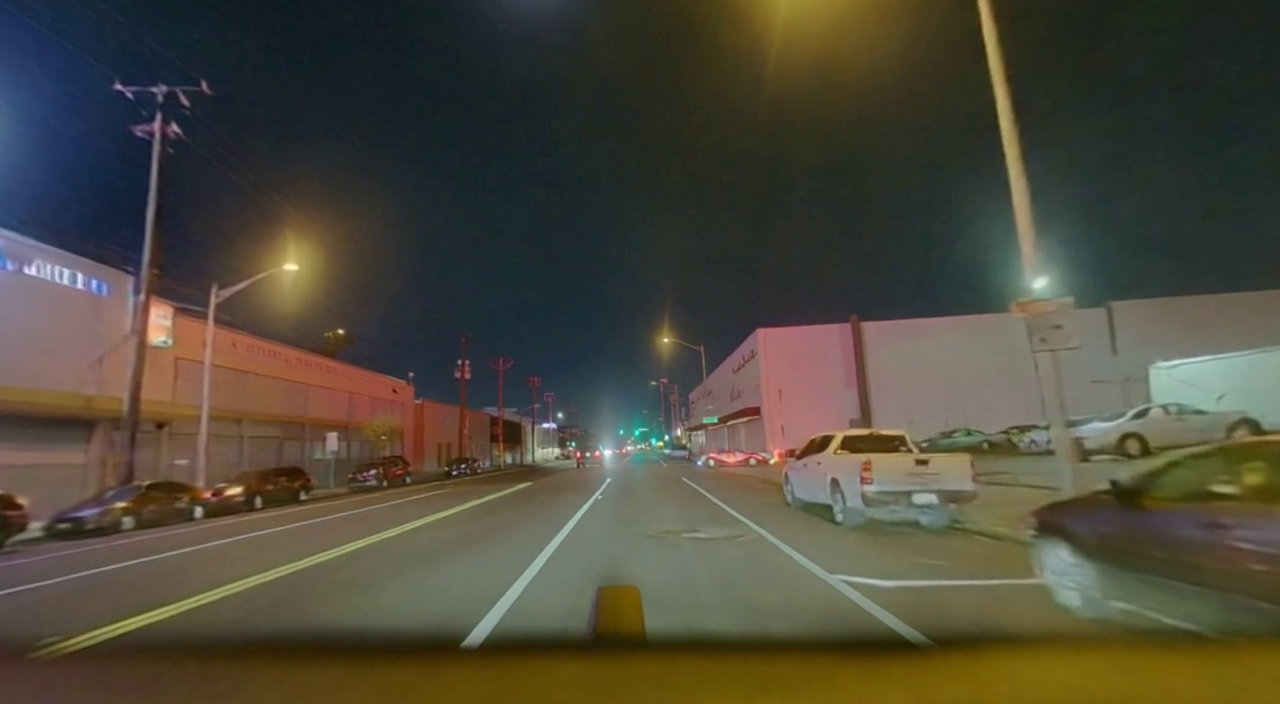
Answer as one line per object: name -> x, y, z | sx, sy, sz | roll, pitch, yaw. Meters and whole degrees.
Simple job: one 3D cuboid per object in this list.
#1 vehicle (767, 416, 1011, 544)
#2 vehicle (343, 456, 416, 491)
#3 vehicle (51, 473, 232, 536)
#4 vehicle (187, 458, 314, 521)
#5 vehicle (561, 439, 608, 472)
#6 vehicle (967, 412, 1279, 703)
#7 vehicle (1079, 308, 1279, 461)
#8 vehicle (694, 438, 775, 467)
vehicle -> 3.828, 2.097, 11.120 | 2.048, 1.658, 5.559 | 0, -9, 0
vehicle -> -15.324, 7.158, 37.495 | 1.966, 1.760, 5.423 | -1, -8, 1
vehicle -> -15.148, 4.617, 19.586 | 2.049, 1.496, 4.338 | -1, -8, 0
vehicle -> -15.279, 5.364, 25.136 | 2.081, 1.791, 4.799 | -6, -7, -1
vehicle -> -3.291, 6.199, 38.222 | 2.348, 1.831, 4.737 | 0, -8, 1
vehicle -> 3.894, 1.058, 3.259 | 1.862, 1.451, 4.544 | 0, -9, -2
vehicle -> 19.212, 1.092, 17.892 | 10.707, 3.850, 3.717 | 1, -8, -1
vehicle -> 5.440, 5.859, 36.935 | 4.474, 1.632, 2.234 | -1, -8, 5
